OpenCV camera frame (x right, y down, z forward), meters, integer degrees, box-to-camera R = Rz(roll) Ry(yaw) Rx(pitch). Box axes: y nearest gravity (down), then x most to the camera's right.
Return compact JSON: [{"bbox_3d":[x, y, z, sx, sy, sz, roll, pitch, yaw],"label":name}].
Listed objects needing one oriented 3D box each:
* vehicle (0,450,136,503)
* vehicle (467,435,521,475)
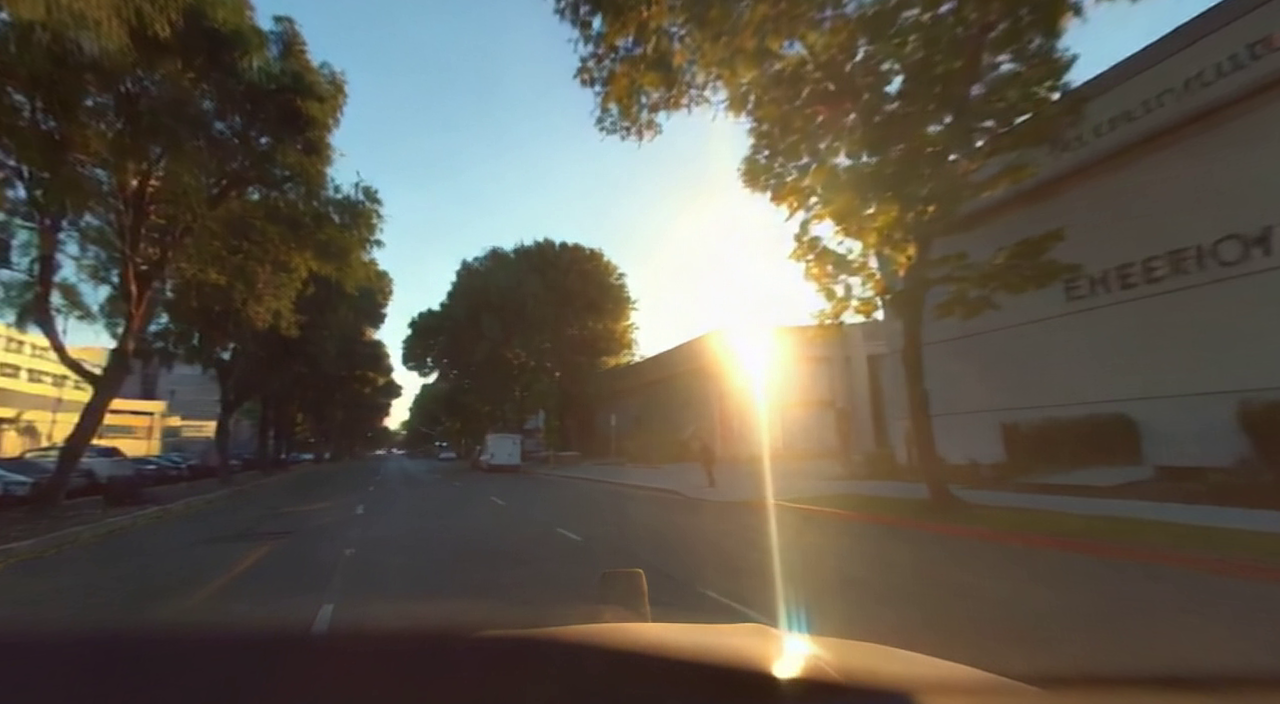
[{"bbox_3d":[-22.641,4.734,24.087,4.769,1.740,2.251,1,-9,-23],"label":"vehicle"},{"bbox_3d":[-10.115,7.036,43.291,2.596,2.509,6.178,3,-9,-22],"label":"vehicle"}]
